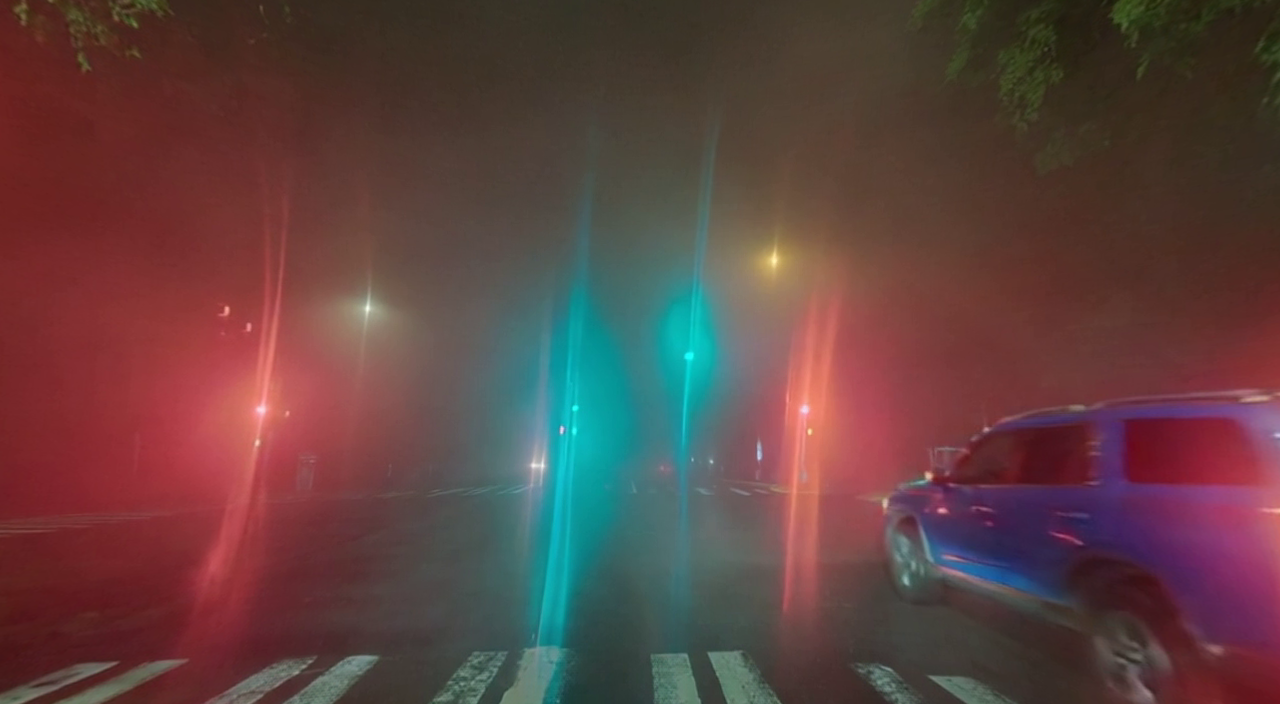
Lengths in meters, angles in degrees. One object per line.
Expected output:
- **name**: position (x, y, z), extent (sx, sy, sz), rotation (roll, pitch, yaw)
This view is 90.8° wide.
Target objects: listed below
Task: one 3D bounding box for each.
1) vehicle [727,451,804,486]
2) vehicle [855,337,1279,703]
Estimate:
- **vehicle**: position (8.844, 8.261, 45.426), extent (2.771, 2.214, 7.159), rotation (2, -9, -12)
- **vehicle**: position (3.205, 1.019, 3.691), extent (2.140, 1.655, 4.786), rotation (0, -8, -1)
